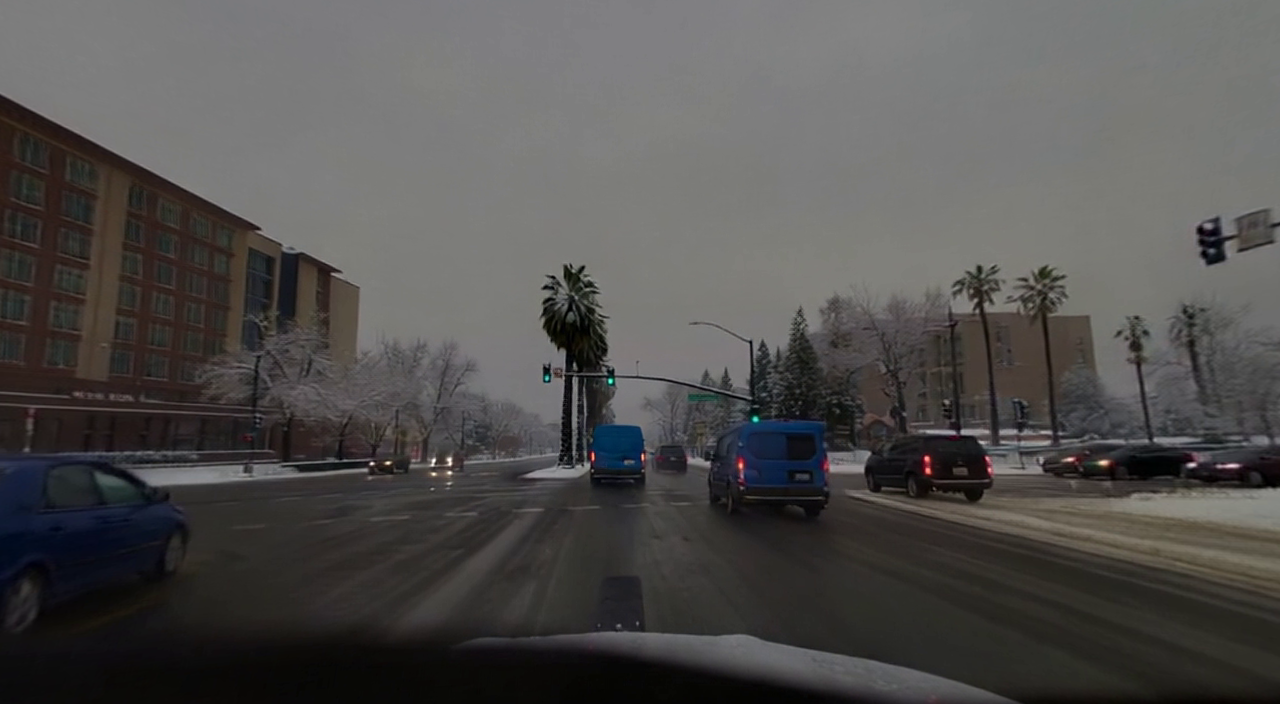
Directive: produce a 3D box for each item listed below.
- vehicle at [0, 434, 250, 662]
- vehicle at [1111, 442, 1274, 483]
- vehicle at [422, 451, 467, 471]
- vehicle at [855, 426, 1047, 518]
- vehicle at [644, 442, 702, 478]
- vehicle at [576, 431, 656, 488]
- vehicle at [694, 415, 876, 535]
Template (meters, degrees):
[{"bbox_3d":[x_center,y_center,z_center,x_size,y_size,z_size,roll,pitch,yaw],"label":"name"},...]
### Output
[{"bbox_3d":[-5.515,1.506,5.720,1.997,1.430,4.655,2,-9,-14],"label":"vehicle"},{"bbox_3d":[20.752,4.167,23.844,4.412,1.441,2.181,2,-10,-8],"label":"vehicle"},{"bbox_3d":[-15.107,8.417,49.038,2.067,1.435,4.558,0,-8,-1],"label":"vehicle"},{"bbox_3d":[6.898,2.701,14.727,2.023,1.771,4.488,0,-9,-2],"label":"vehicle"},{"bbox_3d":[1.638,5.671,33.489,2.462,1.736,4.899,0,-9,-4],"label":"vehicle"},{"bbox_3d":[-0.964,4.274,25.454,2.848,1.991,5.706,0,-9,-2],"label":"vehicle"},{"bbox_3d":[2.461,2.255,12.212,2.200,1.847,4.618,0,-9,-3],"label":"vehicle"}]
